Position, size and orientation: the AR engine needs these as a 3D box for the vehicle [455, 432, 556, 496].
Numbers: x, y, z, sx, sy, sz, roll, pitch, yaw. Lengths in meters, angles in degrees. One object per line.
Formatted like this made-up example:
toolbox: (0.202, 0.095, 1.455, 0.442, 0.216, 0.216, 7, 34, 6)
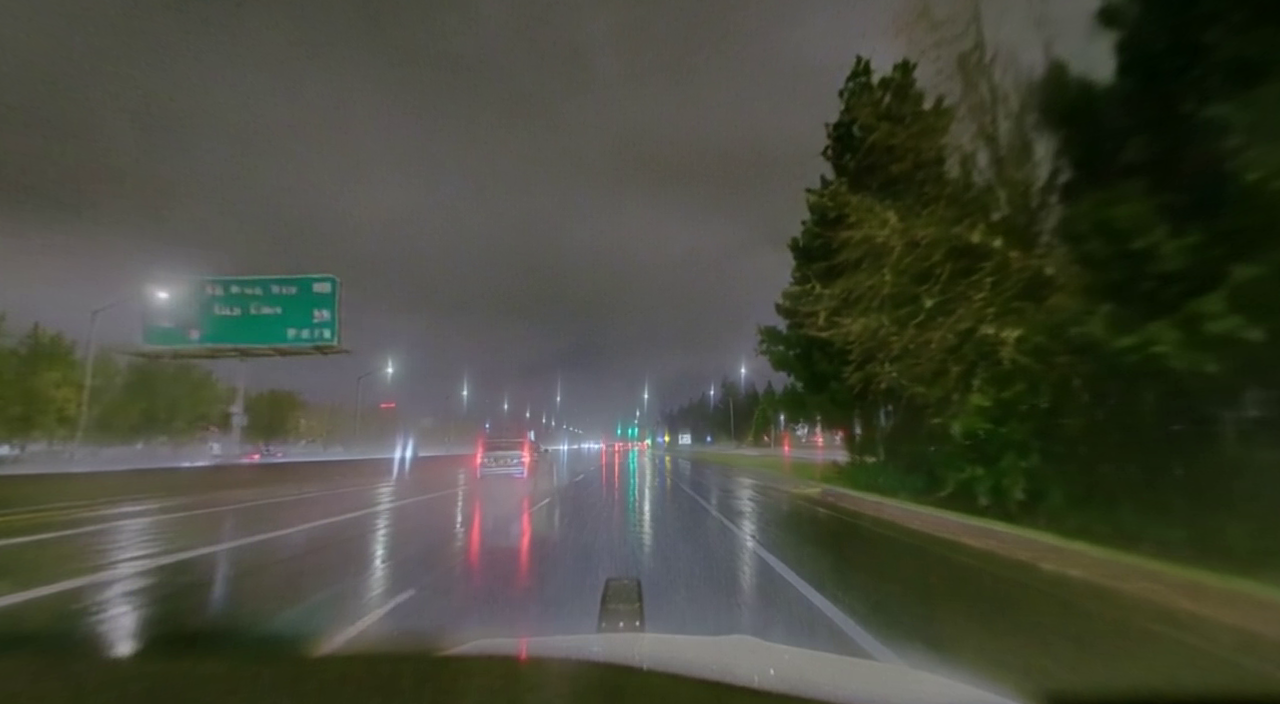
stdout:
vehicle: (-4.073, 3.461, 20.047, 2.150, 1.761, 4.697, 0, -8, 0)
